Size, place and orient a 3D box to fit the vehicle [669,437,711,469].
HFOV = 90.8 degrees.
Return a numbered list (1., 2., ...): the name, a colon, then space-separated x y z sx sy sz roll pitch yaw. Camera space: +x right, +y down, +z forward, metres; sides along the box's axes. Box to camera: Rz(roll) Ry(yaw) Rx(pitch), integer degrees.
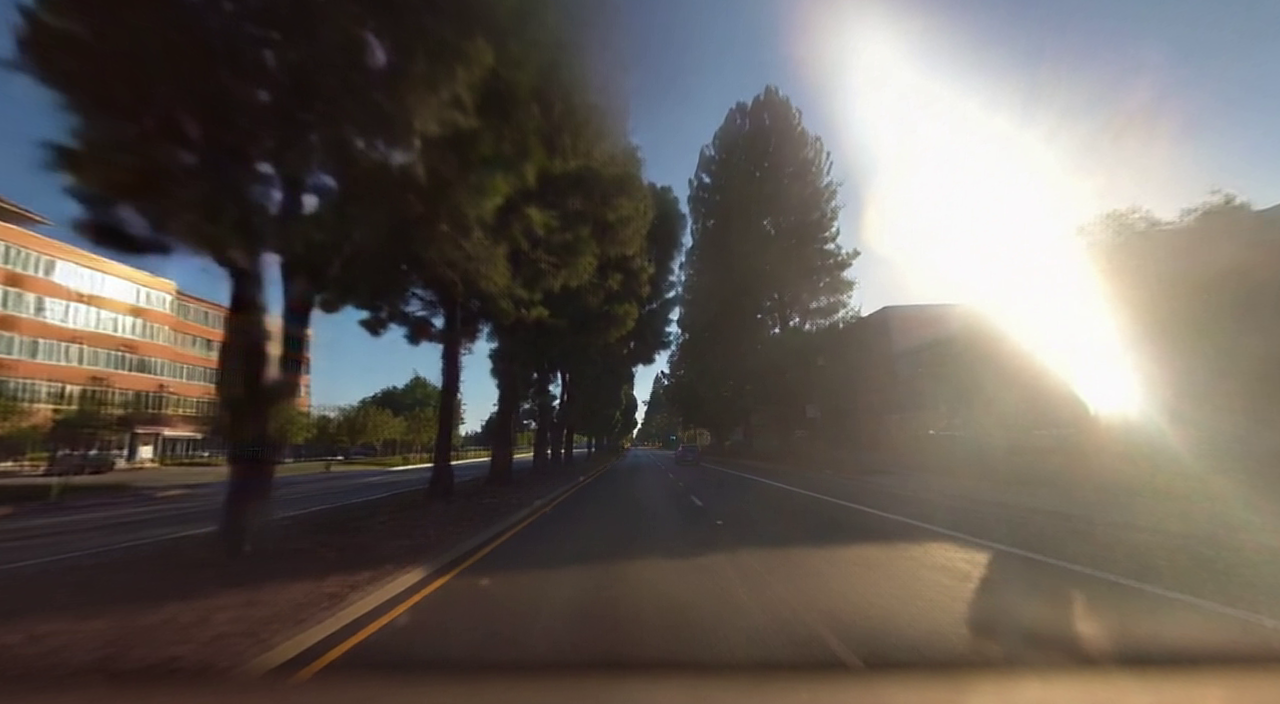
1. vehicle: 3.026 6.273 39.482 2.085 1.828 5.383 0 -8 -1
